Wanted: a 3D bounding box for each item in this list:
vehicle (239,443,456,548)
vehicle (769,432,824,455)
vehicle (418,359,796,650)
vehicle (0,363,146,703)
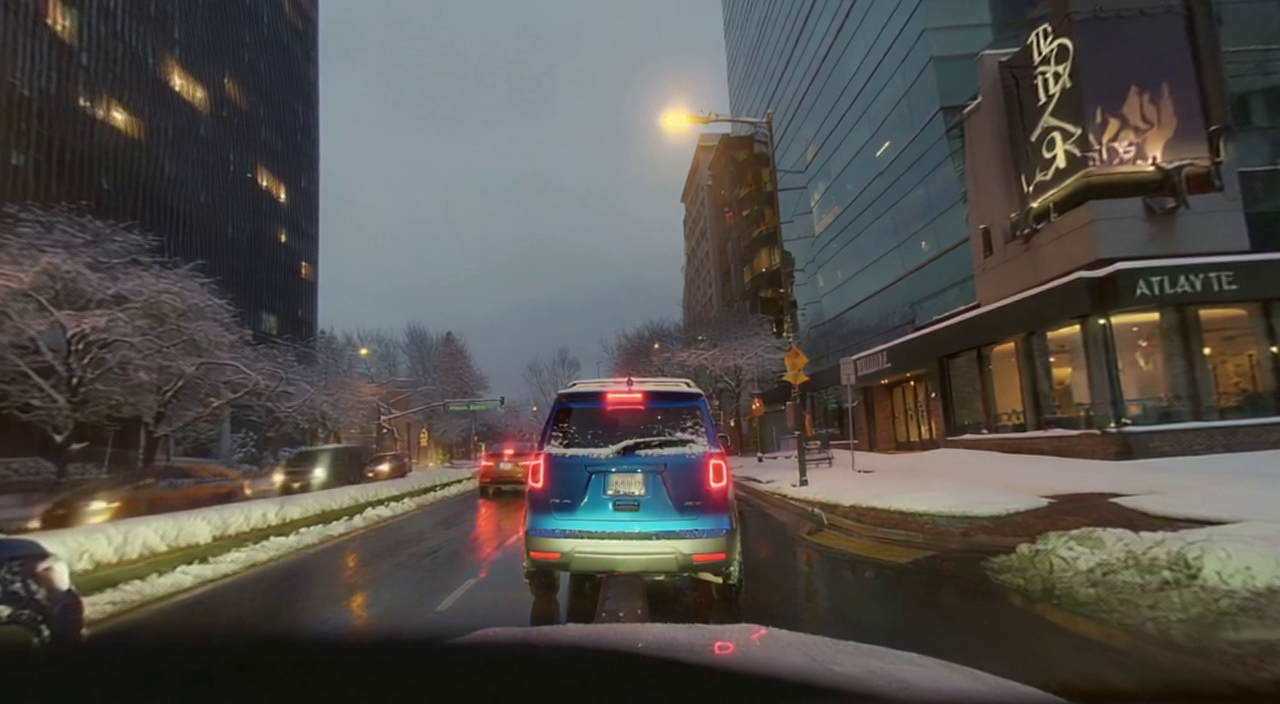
[{"bbox_3d":[-4.755,2.345,11.144,1.876,1.448,4.464,0,-8,-3],"label":"vehicle"},{"bbox_3d":[10.282,5.996,41.235,1.877,1.416,3.965,-8,-12,39],"label":"vehicle"},{"bbox_3d":[-0.347,1.327,6.535,2.531,1.930,4.382,0,-8,-4],"label":"vehicle"},{"bbox_3d":[-3.196,0.639,0.600,1.971,1.658,4.428,0,-8,-2],"label":"vehicle"}]
